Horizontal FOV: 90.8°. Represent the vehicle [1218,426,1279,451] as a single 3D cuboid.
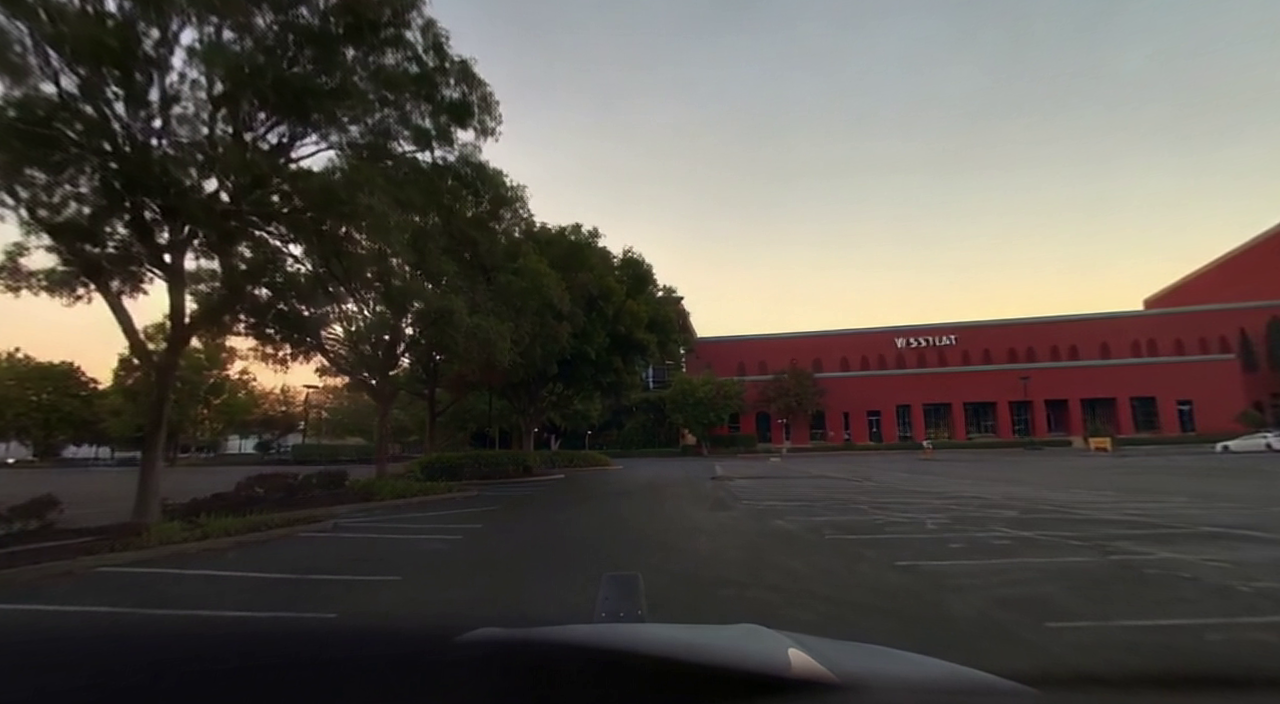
[{"bbox_3d":[47.591,6.513,47.594,5.754,1.838,2.161,0,-8,1],"label":"vehicle"}]
